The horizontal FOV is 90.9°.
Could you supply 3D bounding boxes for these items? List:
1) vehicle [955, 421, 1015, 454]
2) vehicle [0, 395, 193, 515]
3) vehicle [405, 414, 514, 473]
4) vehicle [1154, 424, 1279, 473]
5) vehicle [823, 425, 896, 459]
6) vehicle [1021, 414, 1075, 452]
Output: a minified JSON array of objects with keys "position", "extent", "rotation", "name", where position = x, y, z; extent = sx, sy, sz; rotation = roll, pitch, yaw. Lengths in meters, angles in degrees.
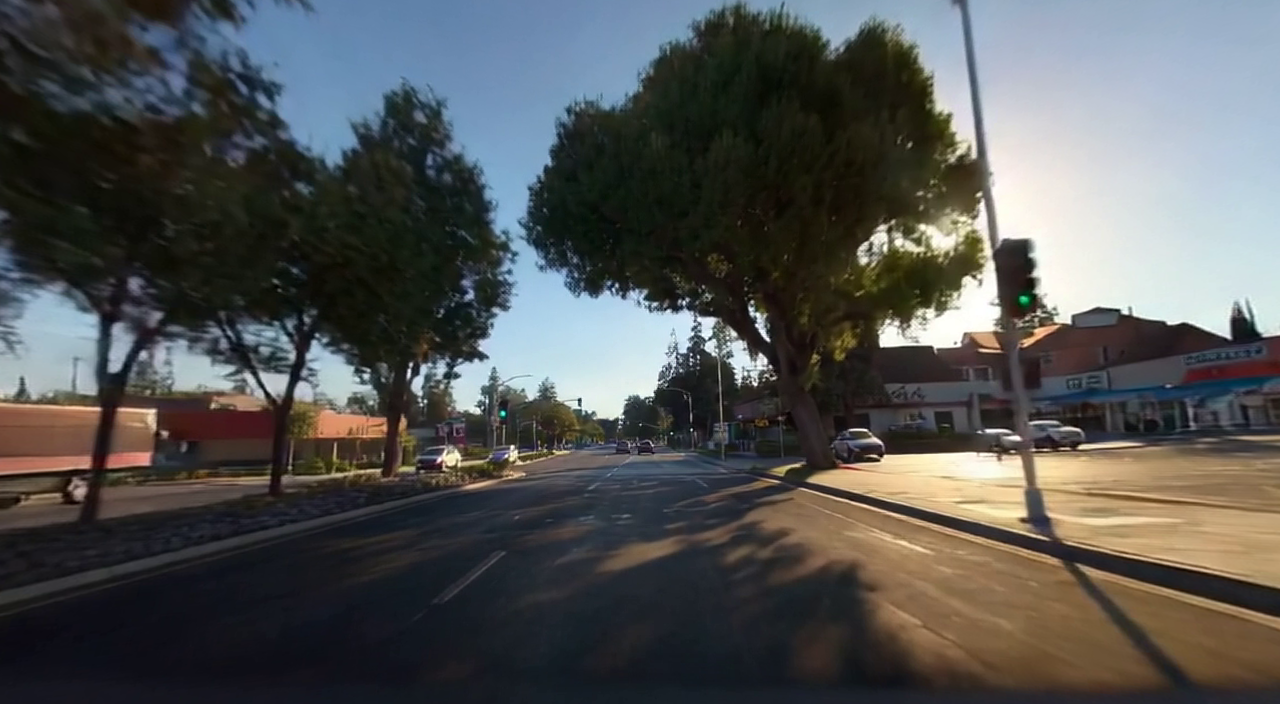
[{"position":[24.027,6.001,43.741],"extent":[2.675,2.108,5.607],"rotation":[-7,-11,37],"name":"vehicle"},{"position":[-19.137,3.129,19.277],"extent":[2.958,3.304,10.523],"rotation":[0,-9,1],"name":"vehicle"},{"position":[-10.881,5.816,40.079],"extent":[3.031,3.093,13.352],"rotation":[0,-9,0],"name":"vehicle"},{"position":[23.808,3.857,25.103],"extent":[4.999,1.814,2.158],"rotation":[-7,-11,39],"name":"vehicle"},{"position":[14.459,5.983,41.745],"extent":[4.203,2.206,1.934],"rotation":[-1,-9,7],"name":"vehicle"},{"position":[30.084,5.938,46.343],"extent":[2.454,2.572,5.082],"rotation":[-9,-10,39],"name":"vehicle"}]
